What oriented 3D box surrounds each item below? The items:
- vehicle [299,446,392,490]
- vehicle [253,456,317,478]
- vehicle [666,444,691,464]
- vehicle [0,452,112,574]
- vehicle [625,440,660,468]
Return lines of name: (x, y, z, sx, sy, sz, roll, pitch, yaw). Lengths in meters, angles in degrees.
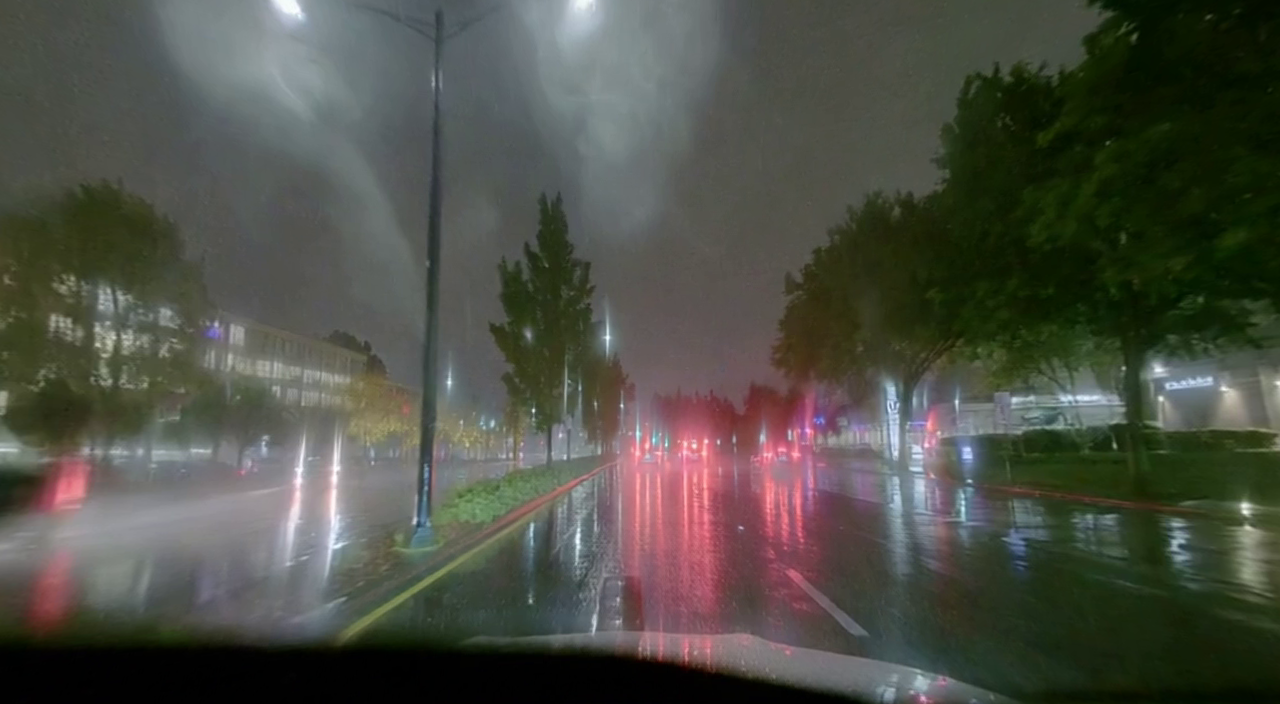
vehicle: (-13.047, 5.110, 28.345, 1.953, 1.778, 4.482, 0, -8, 0)
vehicle: (-26.234, 8.531, 46.915, 1.815, 1.470, 4.581, -1, -8, 4)
vehicle: (3.021, 8.054, 49.974, 1.685, 1.441, 3.795, 0, -8, -1)
vehicle: (-8.843, 1.905, 7.164, 1.939, 1.470, 4.366, 0, -9, 0)
vehicle: (0.122, 6.469, 40.198, 2.100, 1.683, 4.231, 0, -8, -1)
